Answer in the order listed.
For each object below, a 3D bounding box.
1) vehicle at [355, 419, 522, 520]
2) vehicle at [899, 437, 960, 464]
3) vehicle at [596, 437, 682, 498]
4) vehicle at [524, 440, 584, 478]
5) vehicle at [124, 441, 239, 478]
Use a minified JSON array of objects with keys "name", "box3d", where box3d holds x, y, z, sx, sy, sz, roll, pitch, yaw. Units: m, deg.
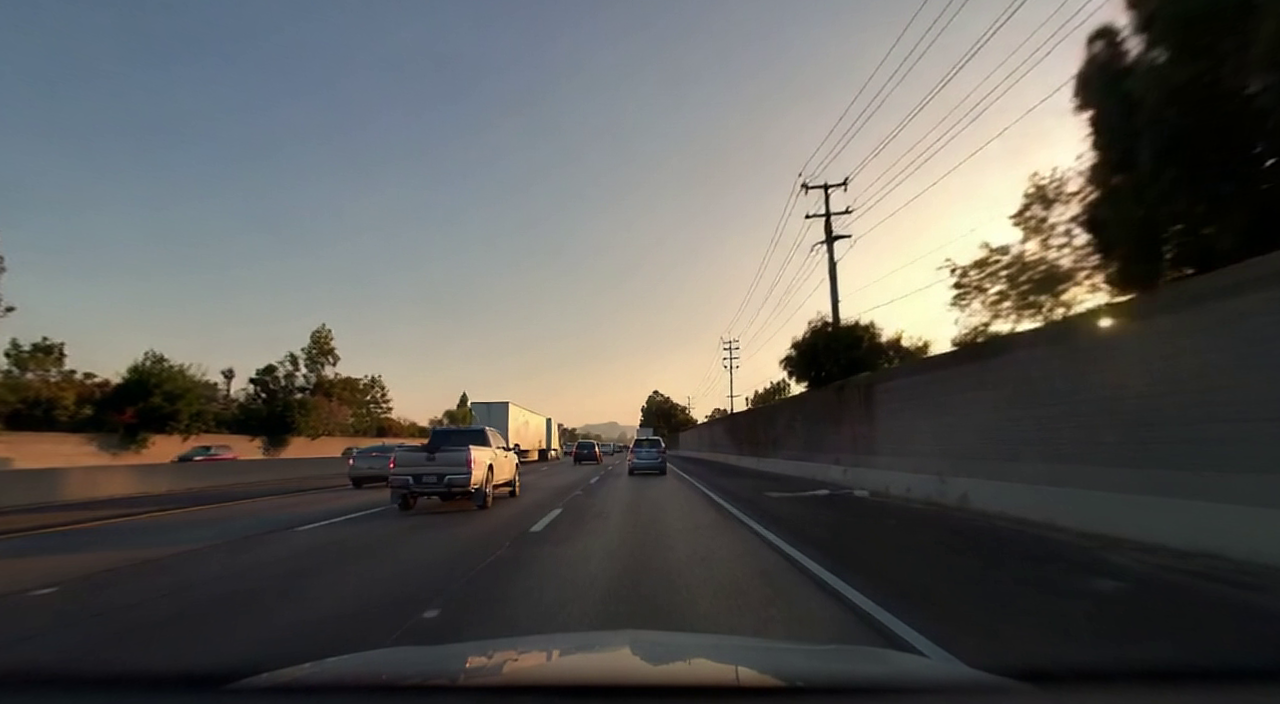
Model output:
[{"name":"vehicle","box3d":[-3.853,2.326,12.987,1.923,1.716,4.289,0,-9,1]},{"name":"vehicle","box3d":[18.240,6.222,40.026,1.936,1.591,4.362,0,-8,2]},{"name":"vehicle","box3d":[-0.045,3.135,17.465,2.089,1.477,3.818,0,-8,-1]},{"name":"vehicle","box3d":[-3.588,4.537,27.113,1.870,1.485,4.304,0,-8,1]},{"name":"vehicle","box3d":[-19.933,4.682,27.746,1.817,1.490,4.336,0,-8,0]}]
